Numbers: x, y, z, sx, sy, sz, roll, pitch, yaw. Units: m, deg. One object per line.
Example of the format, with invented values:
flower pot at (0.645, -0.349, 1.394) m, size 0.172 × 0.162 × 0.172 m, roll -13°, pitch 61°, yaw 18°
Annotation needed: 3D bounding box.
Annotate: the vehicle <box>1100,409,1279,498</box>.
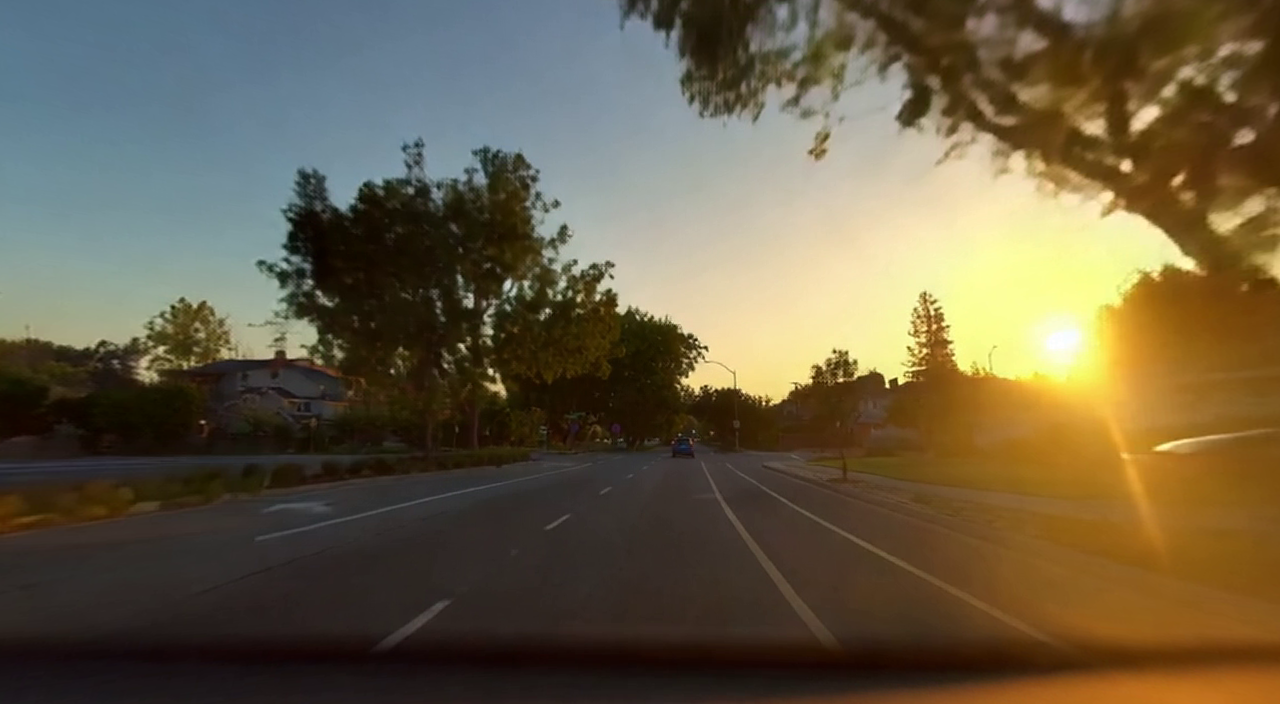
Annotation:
vehicle at (11.785, 1.899, 11.930) m, size 4.544 × 1.535 × 1.921 m, roll -1°, pitch -8°, yaw 4°
